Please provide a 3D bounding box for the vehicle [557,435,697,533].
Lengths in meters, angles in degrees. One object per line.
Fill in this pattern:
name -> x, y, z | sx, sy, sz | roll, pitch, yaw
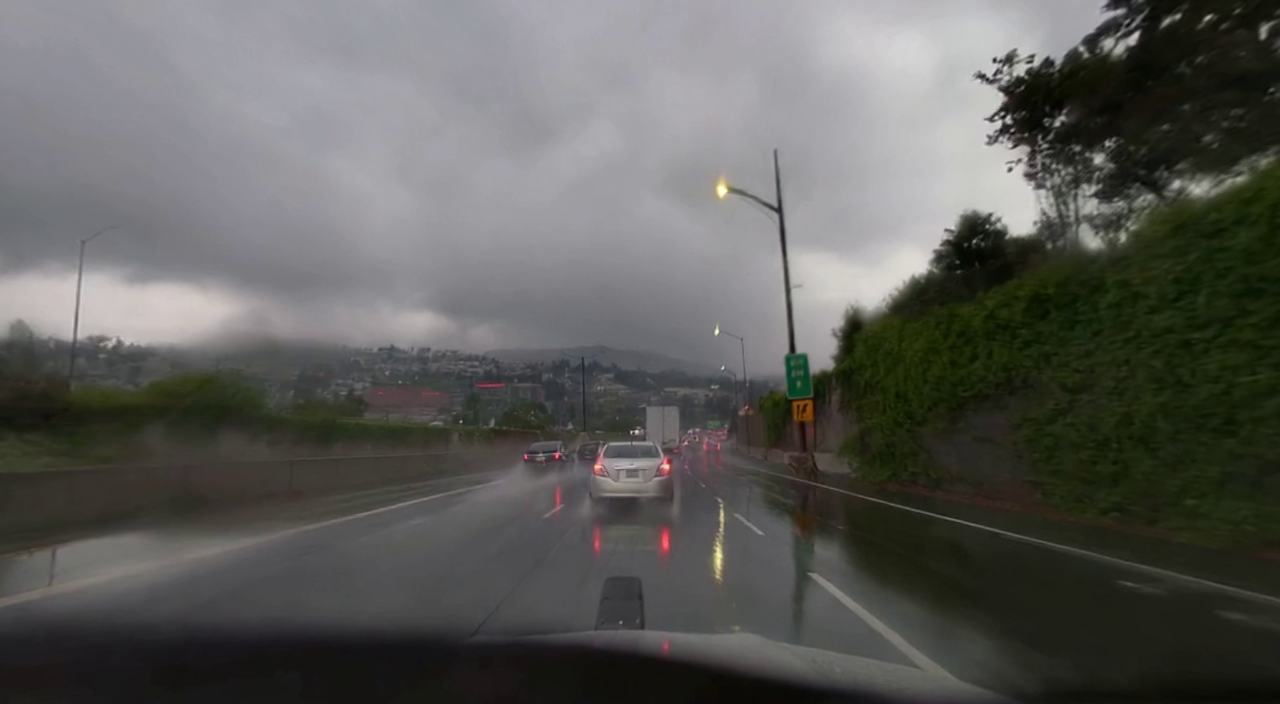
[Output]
vehicle -> -0.169, 2.327, 11.713 | 2.136, 1.470, 3.971 | 0, -9, 1

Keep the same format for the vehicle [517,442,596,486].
vehicle -> -2.934, 4.079, 23.332 | 2.104, 1.473, 4.496 | -1, -9, 3
